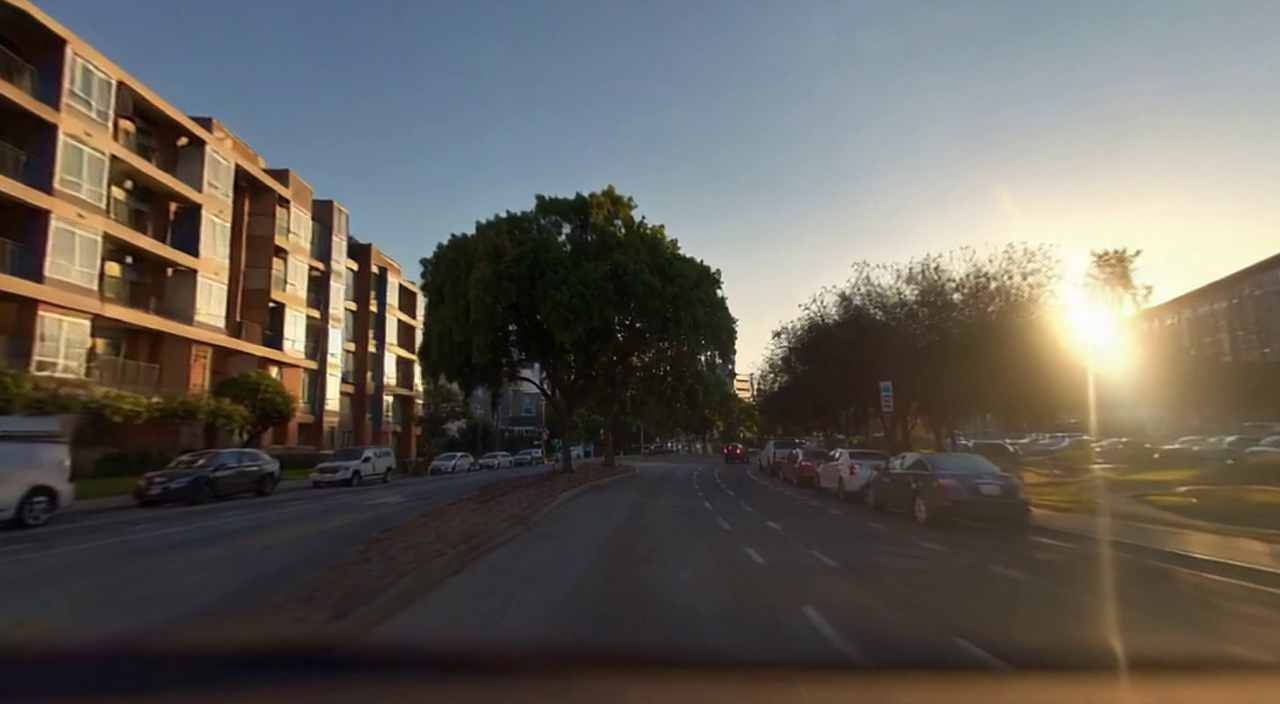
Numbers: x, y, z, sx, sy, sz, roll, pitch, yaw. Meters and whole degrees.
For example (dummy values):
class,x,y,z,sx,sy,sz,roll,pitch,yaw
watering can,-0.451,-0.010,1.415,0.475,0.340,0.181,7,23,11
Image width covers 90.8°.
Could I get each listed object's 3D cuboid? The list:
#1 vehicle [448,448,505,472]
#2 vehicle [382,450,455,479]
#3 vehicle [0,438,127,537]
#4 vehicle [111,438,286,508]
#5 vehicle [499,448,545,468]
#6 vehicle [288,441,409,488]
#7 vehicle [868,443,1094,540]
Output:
class,x,y,z,sx,sy,sz,roll,pitch,yaw
vehicle,-10.755,7.129,41.868,1.873,1.467,4.644,-1,-9,9
vehicle,-11.898,6.051,34.334,1.829,1.449,4.713,-1,-9,6
vehicle,-12.928,2.474,11.510,2.290,1.799,5.801,0,-9,-1
vehicle,-13.031,3.582,19.114,2.001,1.836,4.471,0,-9,0
vehicle,-9.256,8.344,49.948,1.876,1.465,4.681,-2,-9,12
vehicle,-12.663,4.912,28.005,2.137,1.835,5.833,-1,-9,5
vehicle,6.132,2.535,12.162,1.947,1.487,4.549,0,-9,2
